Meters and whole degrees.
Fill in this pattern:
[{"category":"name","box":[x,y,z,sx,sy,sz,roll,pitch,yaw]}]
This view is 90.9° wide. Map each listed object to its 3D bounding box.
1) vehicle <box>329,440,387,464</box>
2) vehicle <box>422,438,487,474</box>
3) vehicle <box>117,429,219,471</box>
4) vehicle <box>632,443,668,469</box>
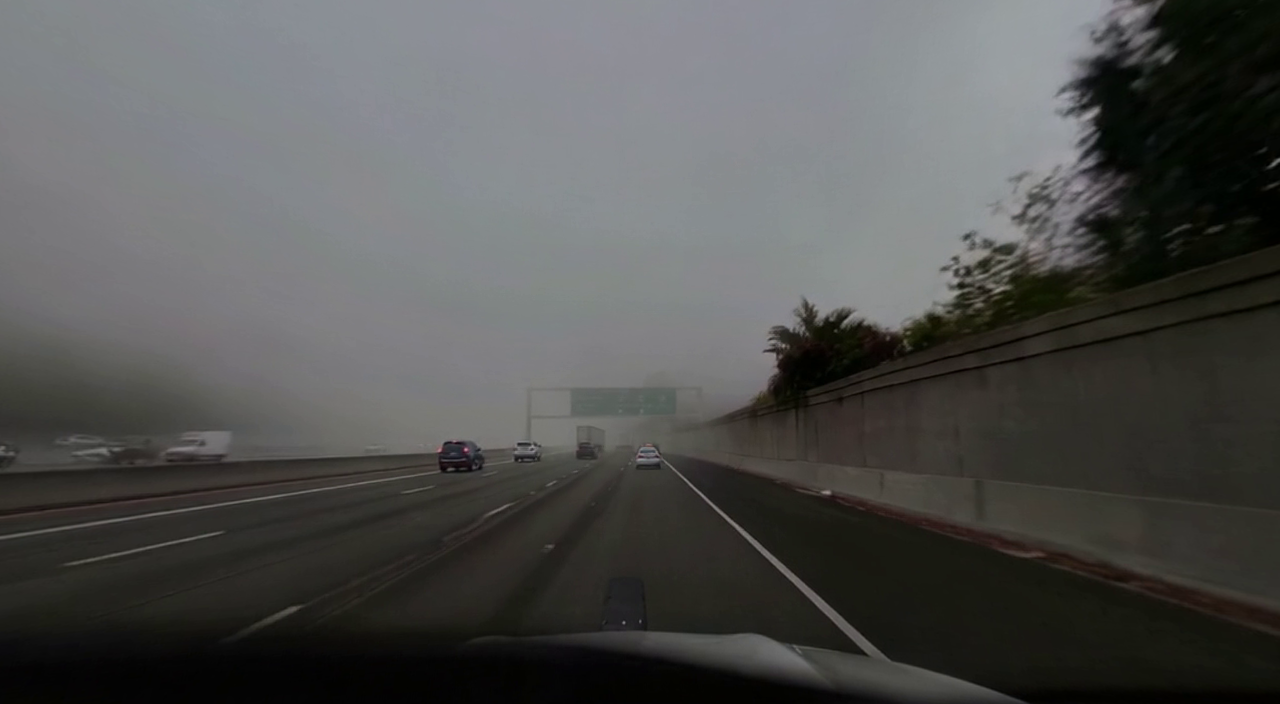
[{"category":"vehicle","box":[-19.378,6.867,43.509,1.870,1.567,4.567,0,-8,0]},{"category":"vehicle","box":[-8.851,4.964,30.448,1.954,1.605,4.023,0,-8,-1]},{"category":"vehicle","box":[-30.687,6.371,41.360,2.261,2.501,5.877,0,-8,-2]},{"category":"vehicle","box":[0.638,6.401,39.025,2.137,1.461,3.999,0,-8,1]}]
